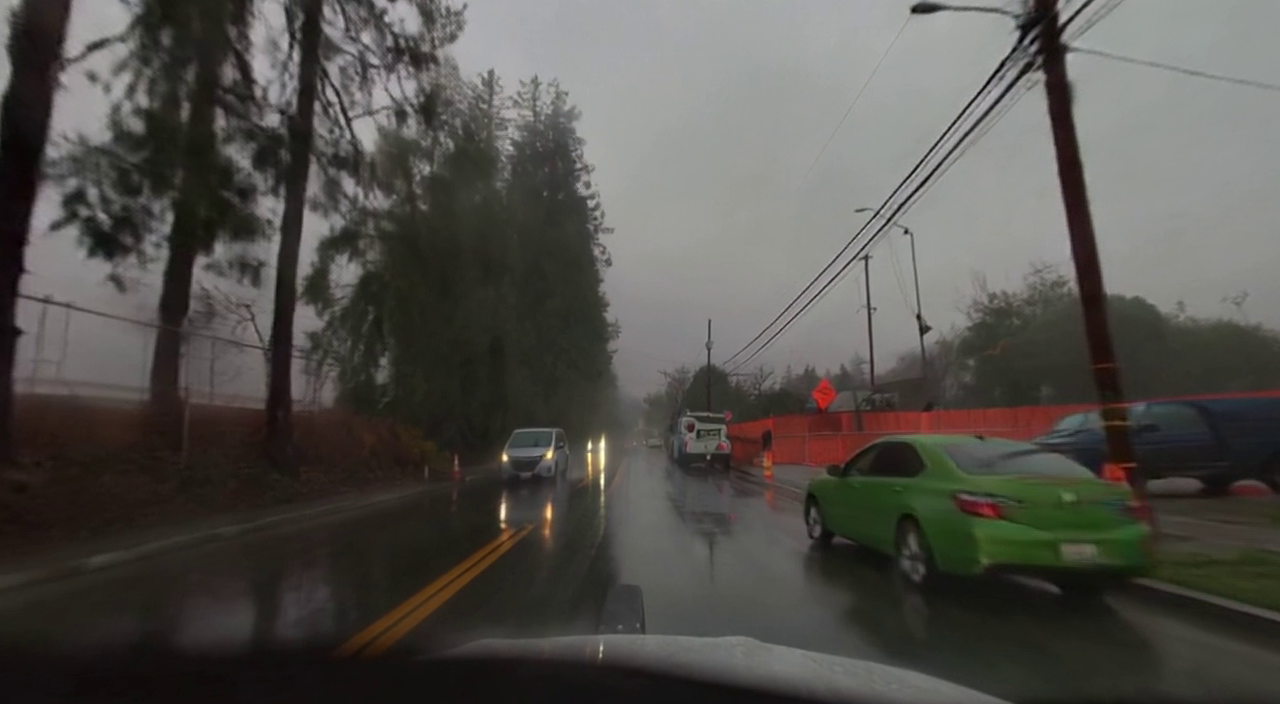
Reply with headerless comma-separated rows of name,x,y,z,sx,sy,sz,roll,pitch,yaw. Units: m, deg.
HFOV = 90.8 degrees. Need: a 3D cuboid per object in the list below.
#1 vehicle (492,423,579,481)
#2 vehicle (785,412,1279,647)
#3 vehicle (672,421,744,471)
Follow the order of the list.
vehicle,-3.777,3.766,23.986,2.358,1.921,5.675,0,-9,0
vehicle,3.152,1.493,6.475,2.006,1.482,4.722,0,-9,-3
vehicle,3.066,4.469,30.026,2.759,2.114,6.152,0,-9,0
